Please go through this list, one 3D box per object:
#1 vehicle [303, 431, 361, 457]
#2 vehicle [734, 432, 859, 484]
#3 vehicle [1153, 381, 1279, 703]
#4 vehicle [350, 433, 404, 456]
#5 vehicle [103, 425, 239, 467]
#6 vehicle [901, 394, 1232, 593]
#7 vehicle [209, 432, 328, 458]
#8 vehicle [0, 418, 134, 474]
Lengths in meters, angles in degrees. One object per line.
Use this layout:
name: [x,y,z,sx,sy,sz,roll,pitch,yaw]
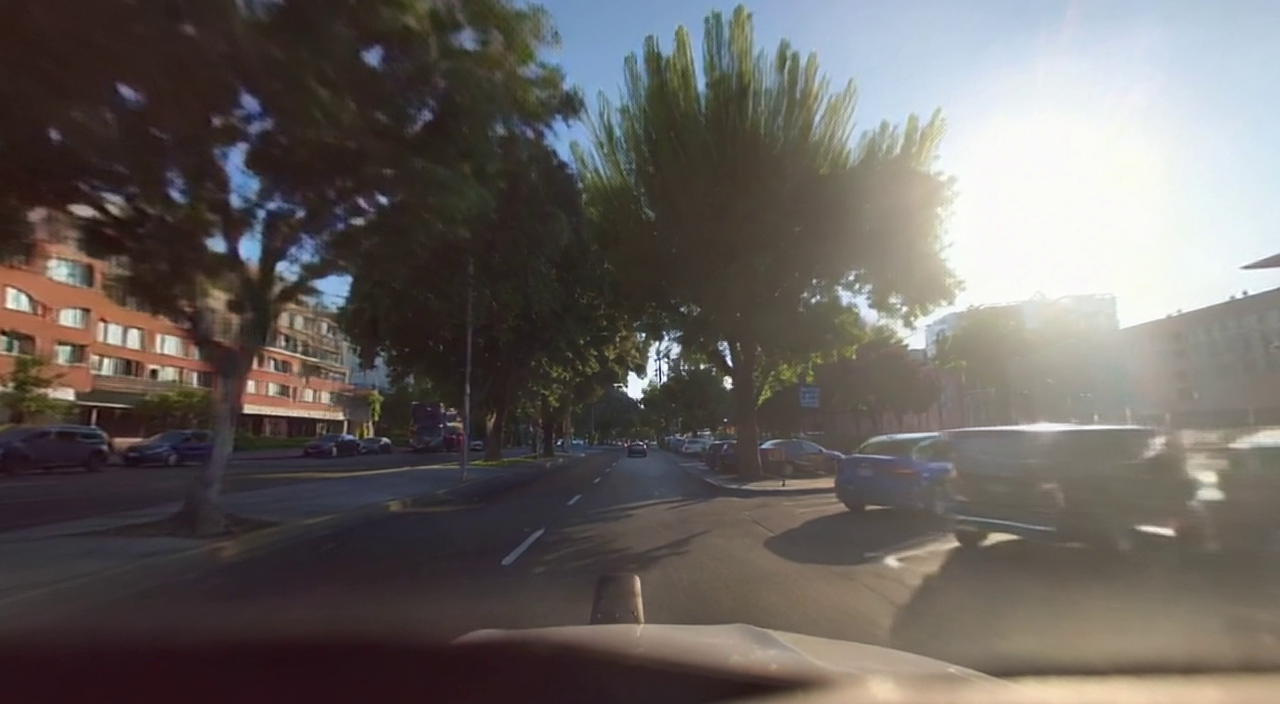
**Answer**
vehicle: [-19.081,5.721,39.144,1.792,1.554,3.682,0,-8,-1]
vehicle: [5.055,3.359,20.238,3.765,1.497,1.831,5,-10,-35]
vehicle: [4.752,0.967,3.508,3.531,1.529,1.903,5,-10,-35]
vehicle: [-18.778,6.630,45.136,1.909,1.518,4.459,-1,-8,1]
vehicle: [-18.662,3.794,25.396,1.869,1.494,4.833,0,-8,-1]
vehicle: [4.909,1.433,7.144,3.689,1.643,1.844,6,-10,-36]
vehicle: [-19.106,4.856,32.854,2.389,1.206,6.247,-1,-8,1]
vehicle: [-18.369,2.891,19.332,1.811,1.502,4.639,-1,-8,-1]
